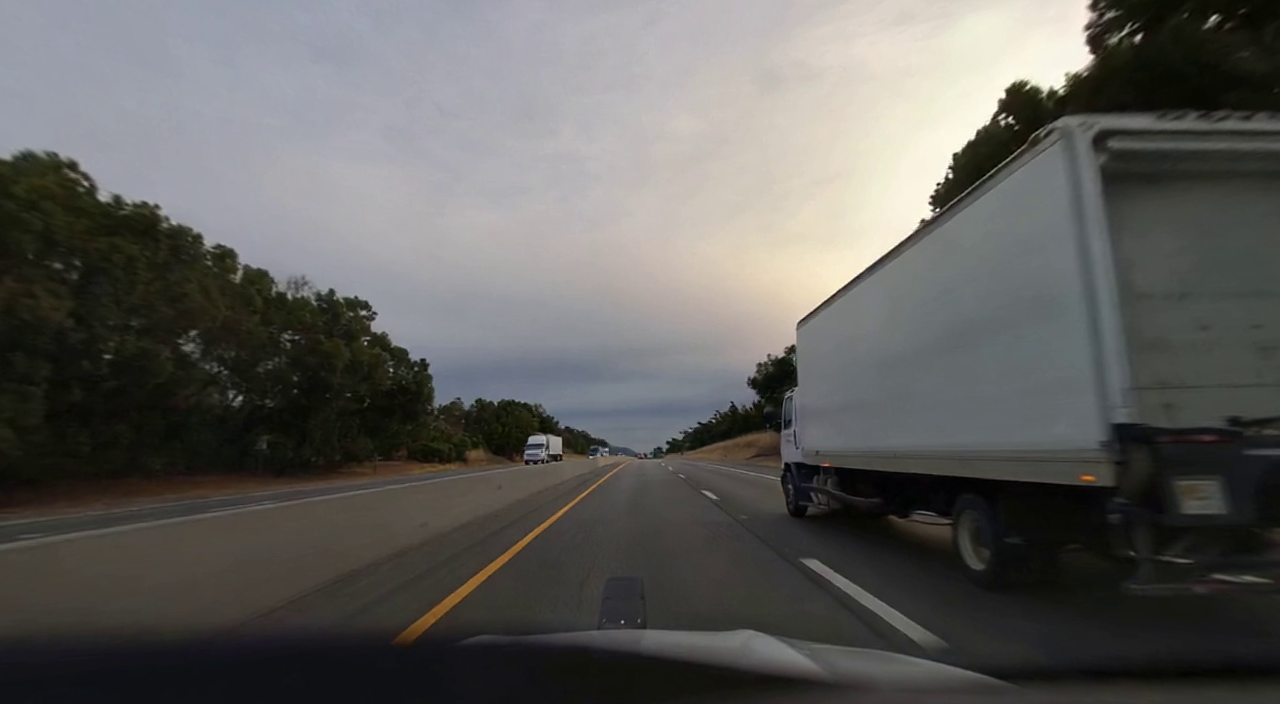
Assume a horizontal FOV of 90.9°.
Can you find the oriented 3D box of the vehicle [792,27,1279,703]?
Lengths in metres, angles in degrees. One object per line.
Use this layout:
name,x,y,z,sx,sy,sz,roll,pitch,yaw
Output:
vehicle,4.104,0.661,6.632,2.920,3.288,7.793,0,-9,-1
